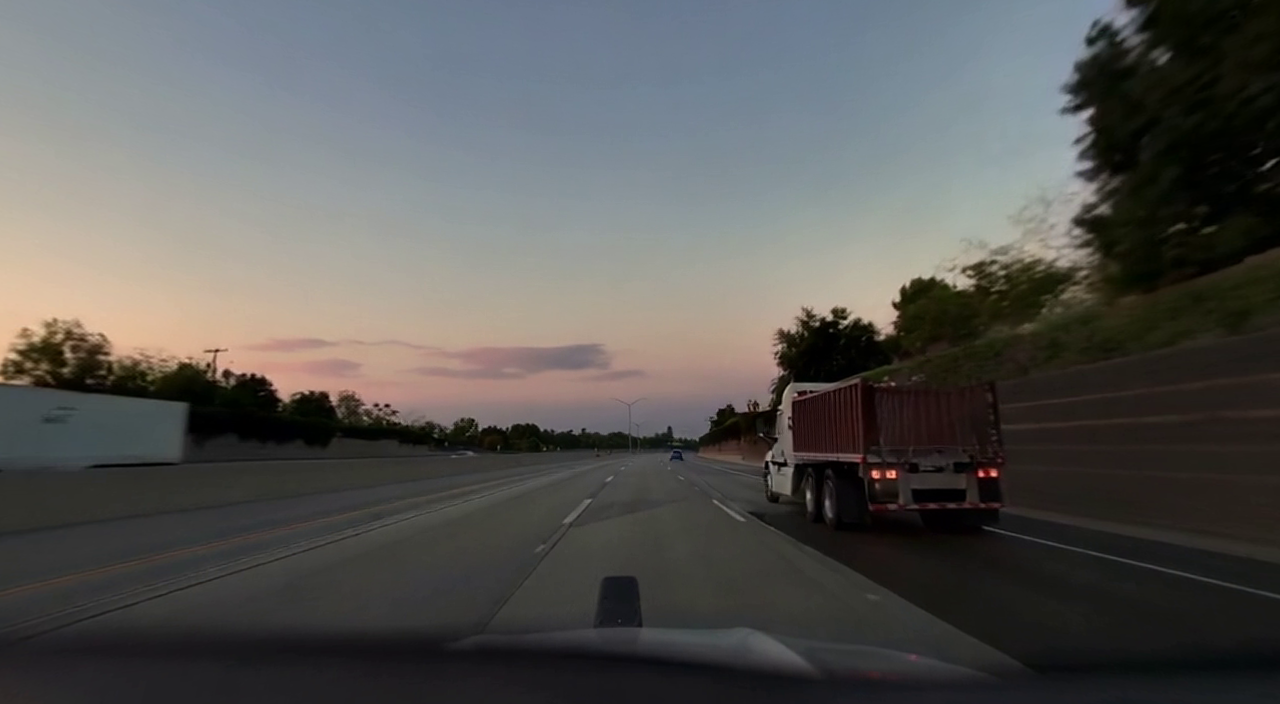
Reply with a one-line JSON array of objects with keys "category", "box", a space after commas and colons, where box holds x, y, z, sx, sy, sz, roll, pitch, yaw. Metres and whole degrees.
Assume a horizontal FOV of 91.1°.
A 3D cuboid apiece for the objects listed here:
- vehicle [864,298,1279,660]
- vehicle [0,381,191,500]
[{"category": "vehicle", "box": [4.263, 1.151, 6.470, 2.215, 2.461, 4.234, 0, -9, -1]}, {"category": "vehicle", "box": [-23.552, 3.364, 23.572, 3.117, 4.032, 13.956, 0, -9, 0]}]
